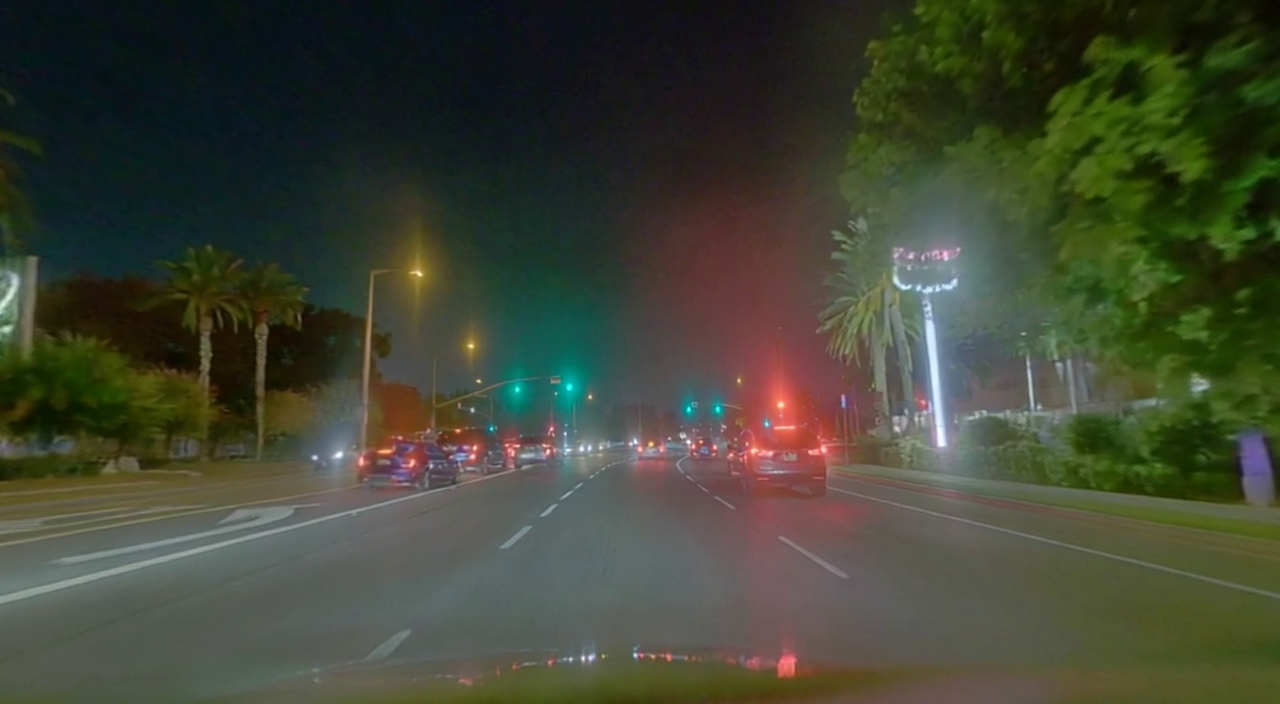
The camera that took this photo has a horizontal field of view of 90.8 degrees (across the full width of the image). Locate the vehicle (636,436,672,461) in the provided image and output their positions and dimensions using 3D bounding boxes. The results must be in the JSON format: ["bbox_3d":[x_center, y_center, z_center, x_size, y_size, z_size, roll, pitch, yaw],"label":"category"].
[{"bbox_3d":[0.924,6.049,39.782,2.057,1.492,3.825,-1,-8,4],"label":"vehicle"}]

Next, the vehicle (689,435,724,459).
[{"bbox_3d":[4.506,6.503,43.430,2.149,1.532,4.168,-1,-8,2],"label":"vehicle"}]

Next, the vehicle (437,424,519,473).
[{"bbox_3d":[-6.819,4.122,27.173,2.127,1.888,4.637,-1,-8,2],"label":"vehicle"}]

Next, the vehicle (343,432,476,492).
[{"bbox_3d":[-6.444,3.137,18.420,1.935,1.483,4.973,0,-8,1],"label":"vehicle"}]

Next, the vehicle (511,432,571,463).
[{"bbox_3d":[-5.794,5.663,37.546,2.088,1.746,4.650,-2,-8,10],"label":"vehicle"}]

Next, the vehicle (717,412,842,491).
[{"bbox_3d":[3.752,2.818,18.152,2.267,1.931,5.145,0,-8,-2],"label":"vehicle"}]

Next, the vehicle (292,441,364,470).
[{"bbox_3d":[-19.685,6.545,40.088,1.978,1.693,4.463,-1,-8,6],"label":"vehicle"}]
